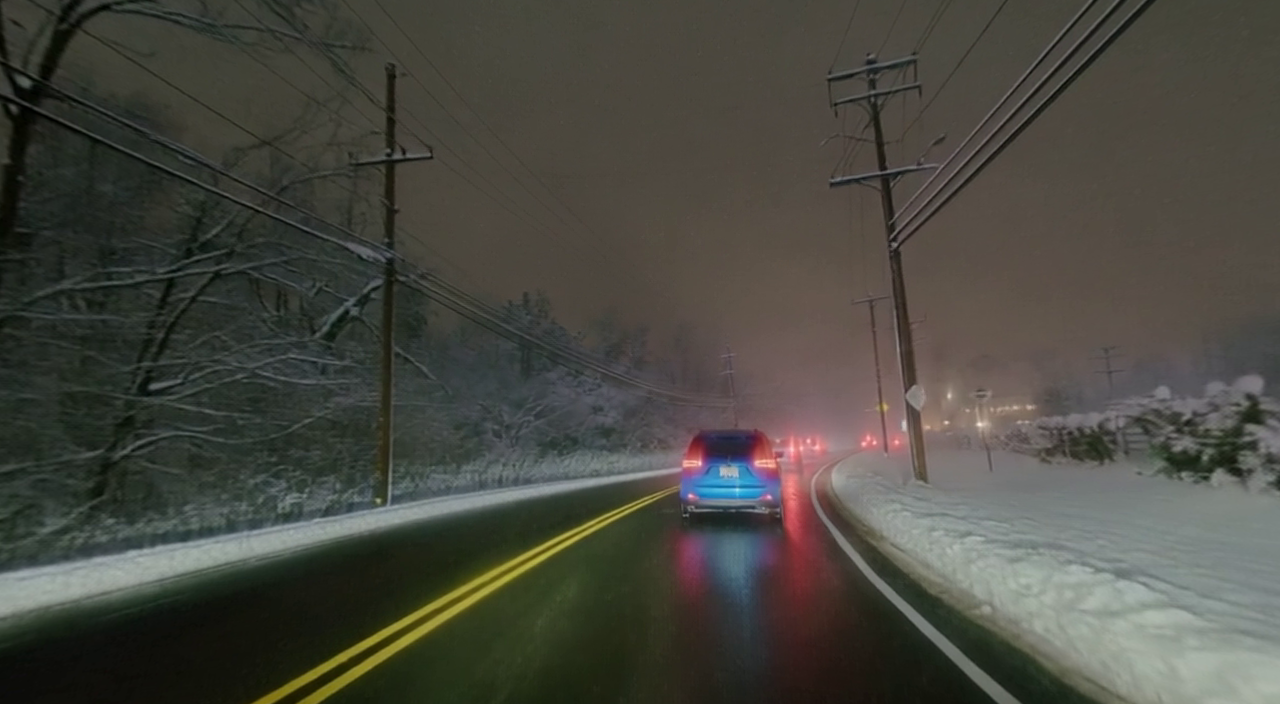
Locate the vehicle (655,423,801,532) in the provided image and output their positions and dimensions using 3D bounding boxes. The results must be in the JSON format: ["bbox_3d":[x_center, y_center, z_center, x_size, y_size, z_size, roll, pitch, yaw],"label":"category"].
[{"bbox_3d":[1.774,2.179,11.554,2.157,1.565,4.243,-2,-9,13],"label":"vehicle"}]
